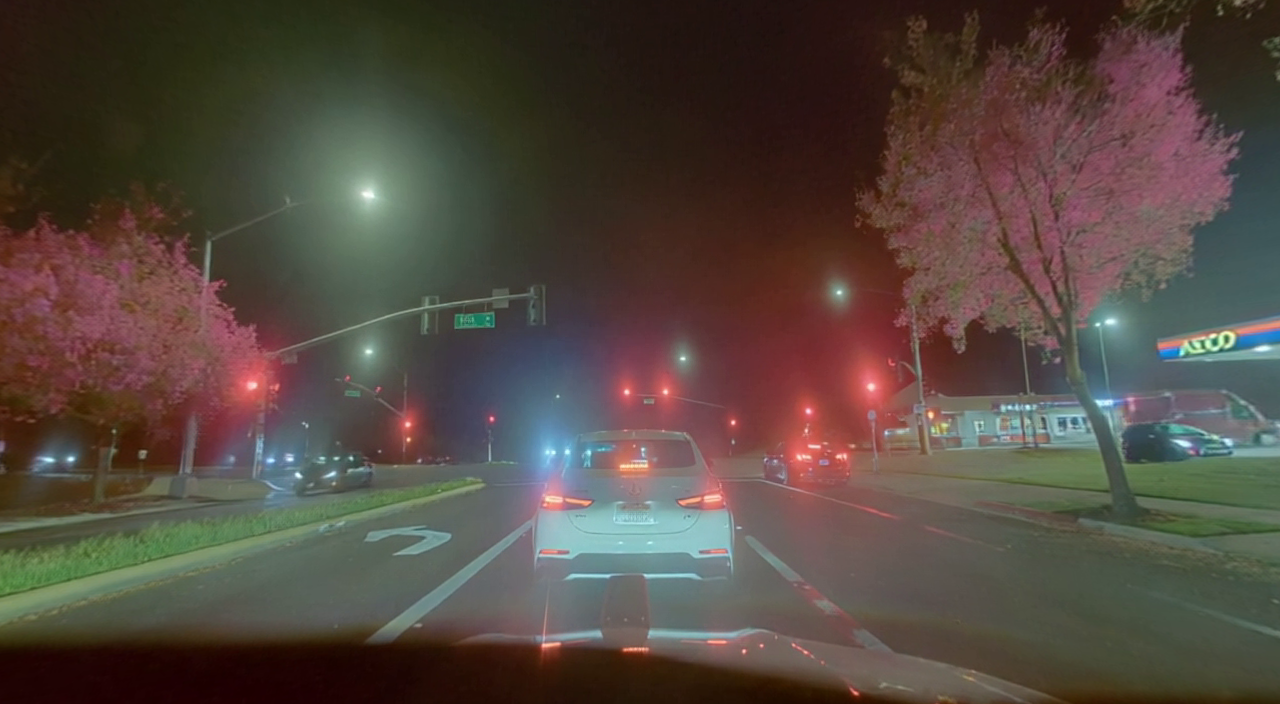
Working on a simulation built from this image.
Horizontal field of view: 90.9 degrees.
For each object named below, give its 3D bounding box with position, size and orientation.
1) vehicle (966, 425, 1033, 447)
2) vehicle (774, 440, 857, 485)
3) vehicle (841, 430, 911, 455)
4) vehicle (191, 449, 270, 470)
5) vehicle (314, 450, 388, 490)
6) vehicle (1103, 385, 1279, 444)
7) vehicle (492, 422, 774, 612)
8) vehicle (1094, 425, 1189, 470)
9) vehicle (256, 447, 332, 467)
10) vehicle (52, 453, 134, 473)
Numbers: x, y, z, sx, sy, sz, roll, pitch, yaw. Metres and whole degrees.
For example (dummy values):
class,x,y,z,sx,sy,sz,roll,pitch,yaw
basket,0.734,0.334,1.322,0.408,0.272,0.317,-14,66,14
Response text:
class,x,y,z,sx,sy,sz,roll,pitch,yaw
vehicle,27.312,6.436,47.984,3.968,1.572,1.740,0,-9,4
vehicle,6.537,4.145,24.022,1.942,1.511,4.390,0,-8,0
vehicle,18.298,7.032,49.010,4.656,1.605,1.942,-3,-8,4
vehicle,-29.418,7.744,45.300,4.466,1.438,1.837,-1,-8,5
vehicle,-11.910,4.839,26.312,1.944,1.465,4.609,2,-9,-14
vehicle,38.191,4.356,43.346,10.890,3.868,3.021,1,-8,-9
vehicle,-0.070,1.604,7.074,2.213,1.482,4.057,0,-8,0
vehicle,18.579,3.514,23.275,4.300,1.495,2.053,8,-11,-43
vehicle,-26.734,8.108,48.789,4.806,1.472,1.886,-1,-8,5
vehicle,-40.158,8.125,46.300,4.511,1.407,1.764,-1,-8,4
